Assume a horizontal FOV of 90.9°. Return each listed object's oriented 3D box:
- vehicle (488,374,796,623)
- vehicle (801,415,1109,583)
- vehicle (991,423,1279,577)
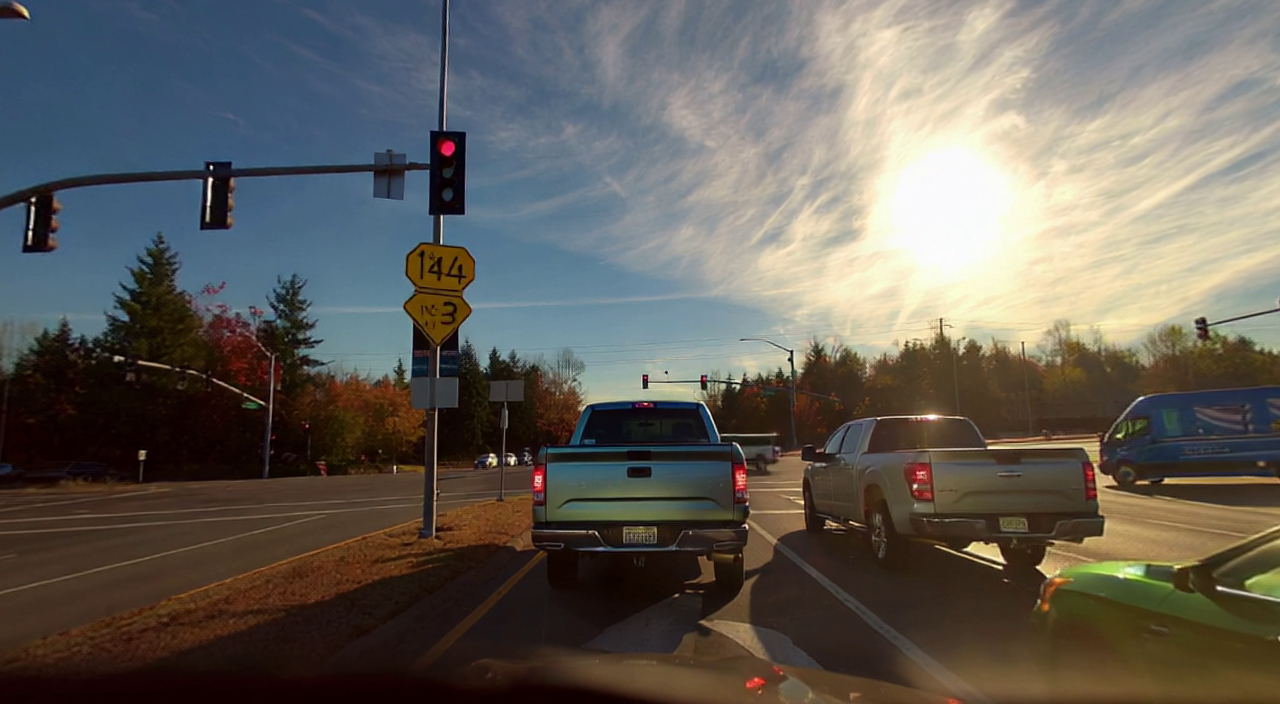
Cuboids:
[{"bbox_3d":[0.045,1.472,7.346,2.326,1.880,4.964,0,-8,1],"label":"vehicle"},{"bbox_3d":[3.578,1.725,8.197,1.981,1.616,4.006,0,-8,1],"label":"vehicle"},{"bbox_3d":[6.830,1.744,8.272,1.973,1.470,4.228,0,-8,0],"label":"vehicle"}]
